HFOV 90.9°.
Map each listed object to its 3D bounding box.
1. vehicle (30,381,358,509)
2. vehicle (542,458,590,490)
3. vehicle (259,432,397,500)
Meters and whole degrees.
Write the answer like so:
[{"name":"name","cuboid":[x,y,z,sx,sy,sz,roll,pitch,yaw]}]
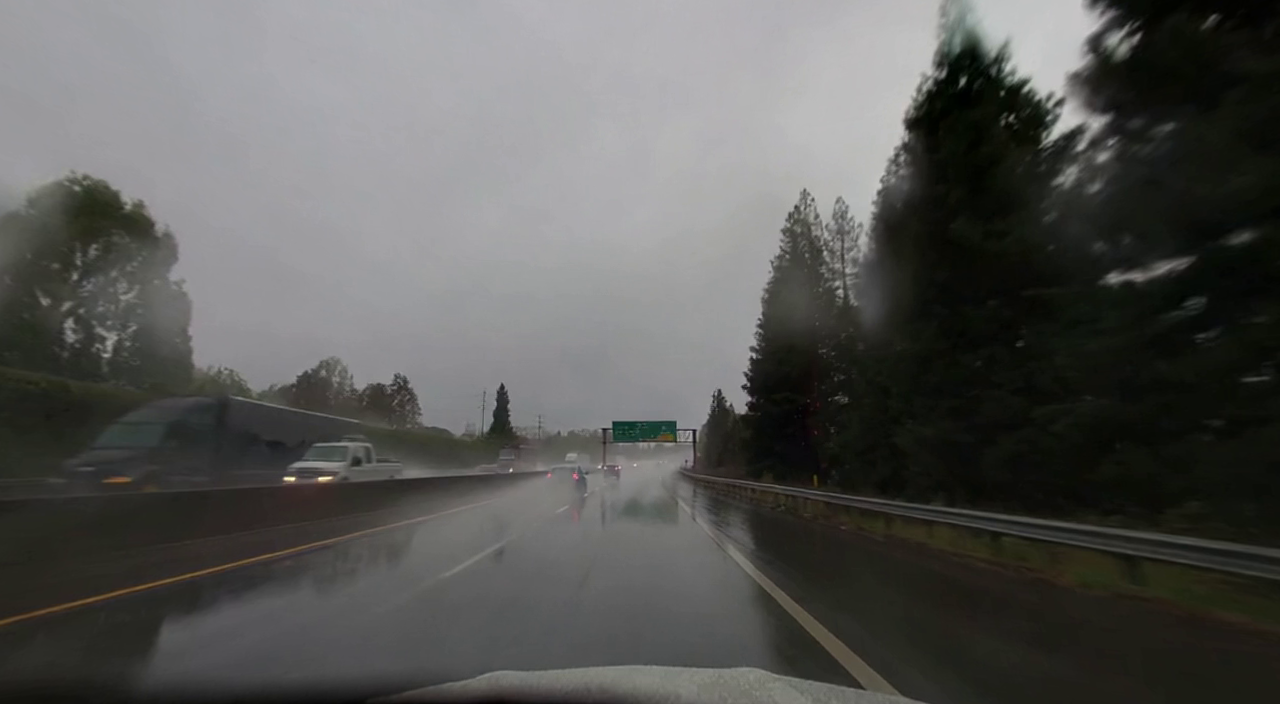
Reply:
[{"name":"vehicle","cuboid":[-17.463,4.301,27.472,2.882,3.981,15.102,1,-11,2]},{"name":"vehicle","cuboid":[-4.353,7.261,37.580,2.160,1.721,4.368,1,-11,2]},{"name":"vehicle","cuboid":[-12.926,4.866,26.868,2.247,2.499,6.794,1,-11,1]}]
